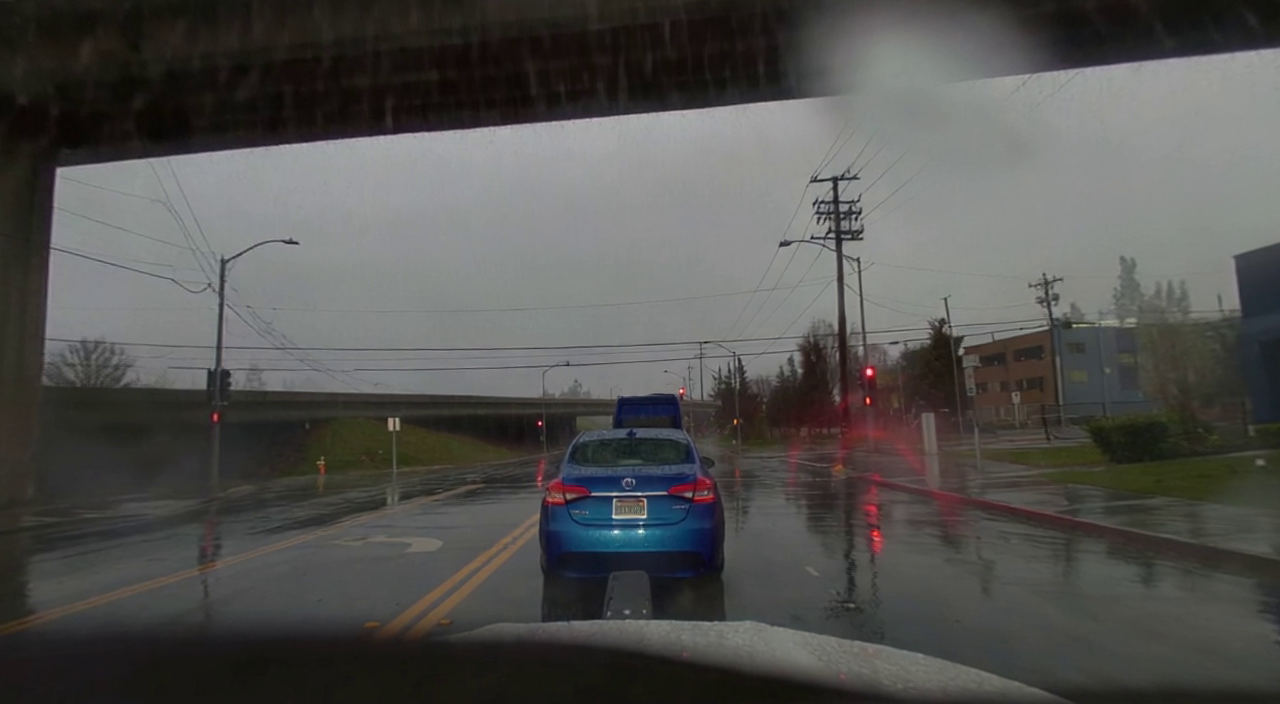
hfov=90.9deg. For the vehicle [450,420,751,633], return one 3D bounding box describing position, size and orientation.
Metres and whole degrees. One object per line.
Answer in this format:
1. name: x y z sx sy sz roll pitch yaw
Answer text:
1. vehicle: -0.243 1.524 6.463 2.090 1.458 4.033 -1 -9 1
